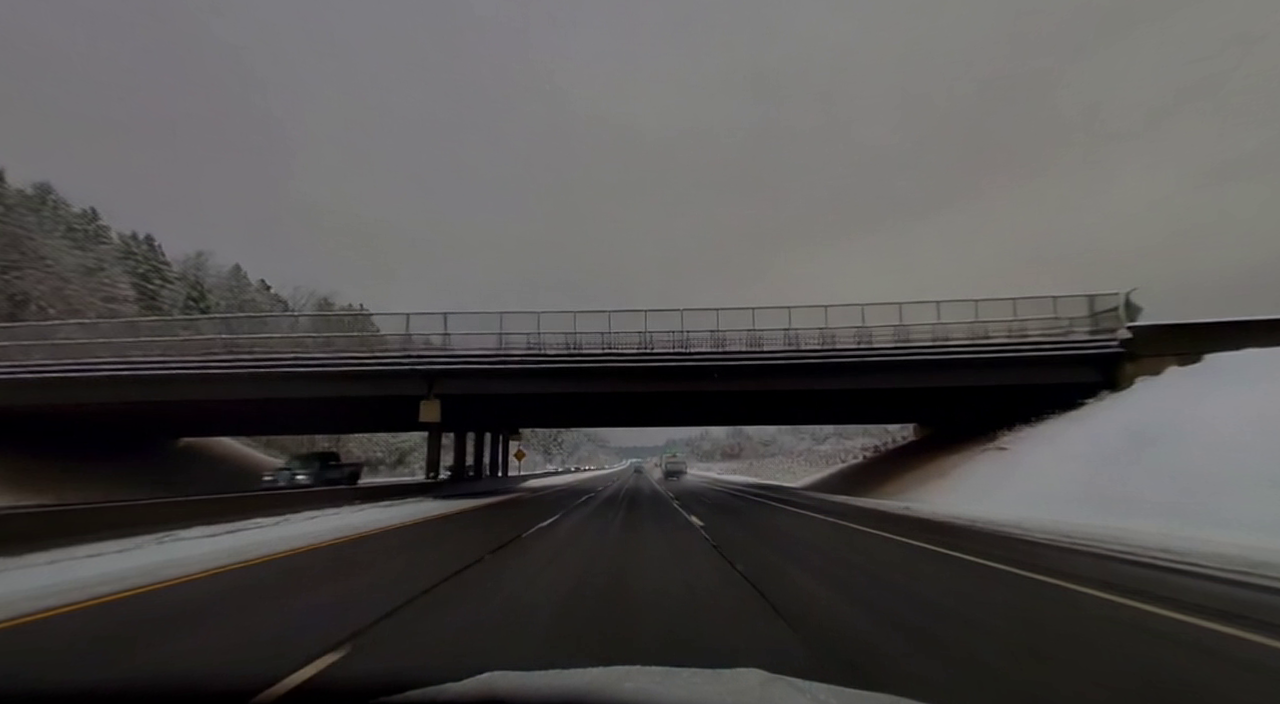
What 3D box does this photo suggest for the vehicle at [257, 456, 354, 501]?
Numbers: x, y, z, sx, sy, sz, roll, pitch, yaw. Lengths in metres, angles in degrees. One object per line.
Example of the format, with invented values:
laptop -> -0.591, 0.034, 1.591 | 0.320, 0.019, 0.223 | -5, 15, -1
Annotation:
vehicle -> -16.181, 6.138, 30.829 | 2.033, 1.979, 4.783 | 1, -10, 0

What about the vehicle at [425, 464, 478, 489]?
vehicle -> -12.723, 8.442, 42.825 | 2.034, 1.579, 4.707 | 1, -10, 1
